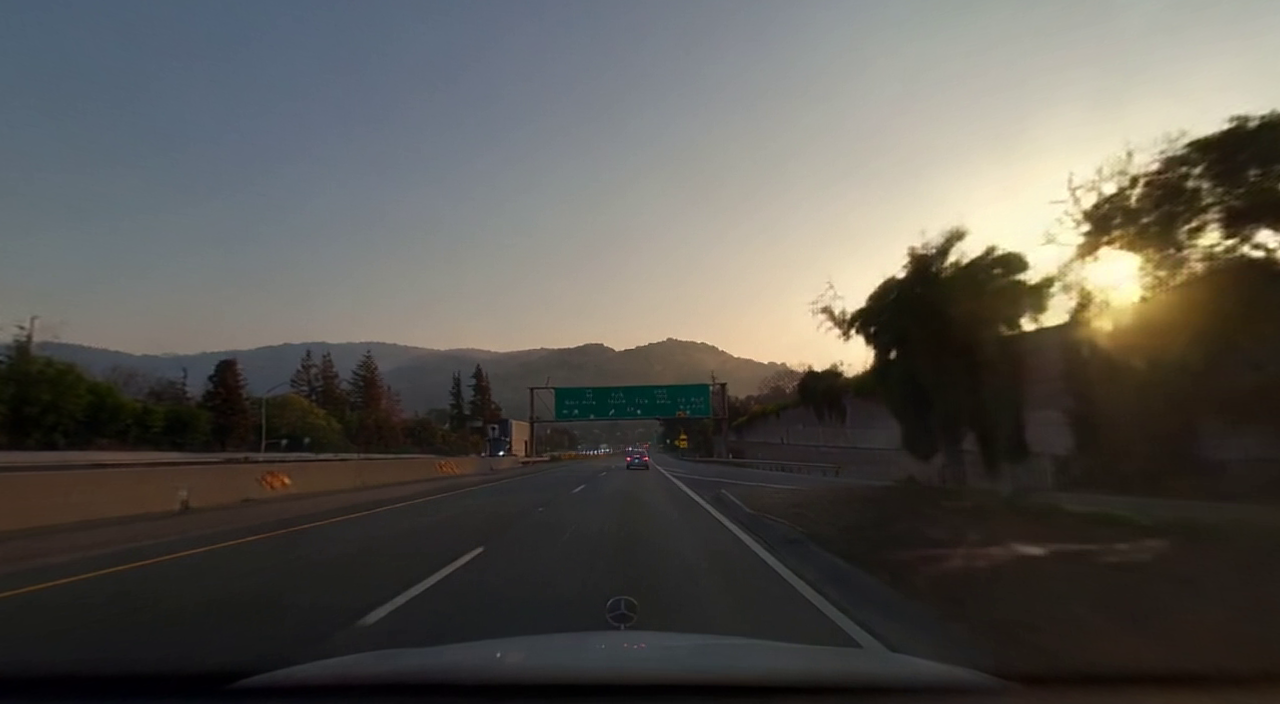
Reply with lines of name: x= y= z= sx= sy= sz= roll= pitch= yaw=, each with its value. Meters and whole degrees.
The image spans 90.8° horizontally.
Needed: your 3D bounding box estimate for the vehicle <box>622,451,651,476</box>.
vehicle: x=-0.173 y=6.842 z=38.843 sx=1.695 sy=1.437 sz=3.506 roll=0 pitch=-9 yaw=1
